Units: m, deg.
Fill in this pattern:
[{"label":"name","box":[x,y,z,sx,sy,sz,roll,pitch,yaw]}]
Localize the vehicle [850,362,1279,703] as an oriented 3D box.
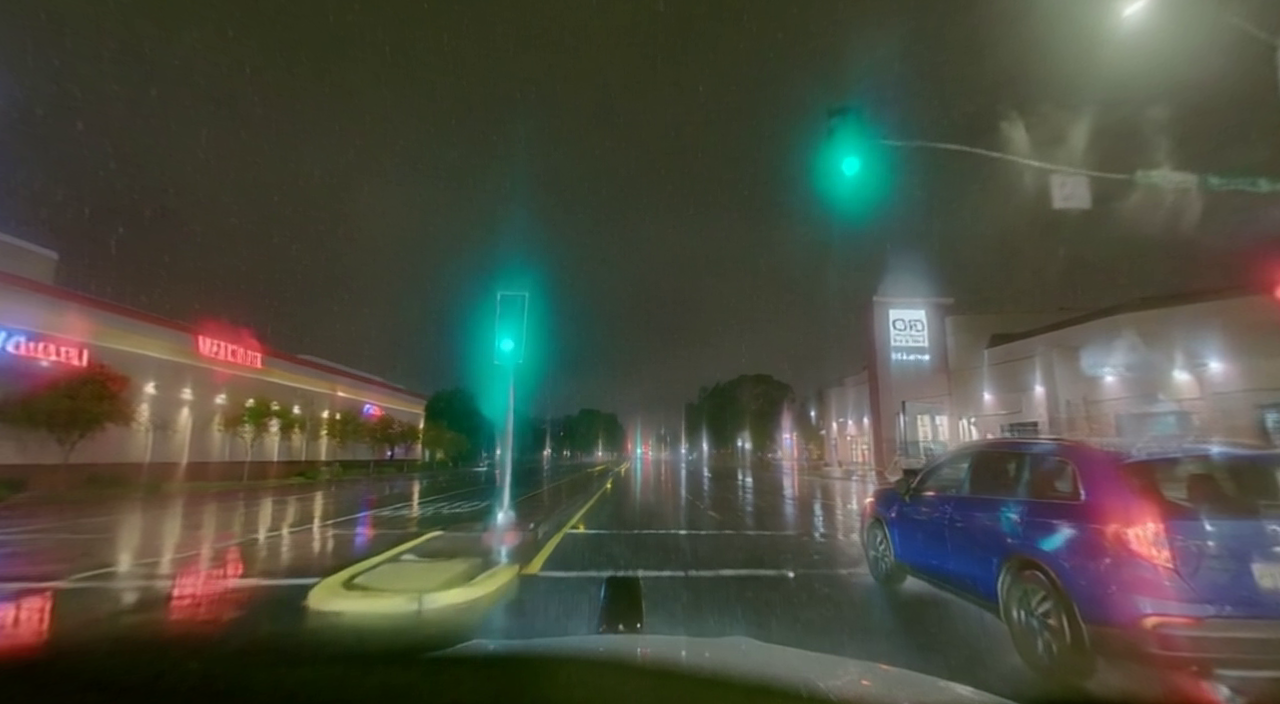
[{"label":"vehicle","box":[3.218,1.123,3.932,2.015,1.641,4.995,0,-9,-1]}]
